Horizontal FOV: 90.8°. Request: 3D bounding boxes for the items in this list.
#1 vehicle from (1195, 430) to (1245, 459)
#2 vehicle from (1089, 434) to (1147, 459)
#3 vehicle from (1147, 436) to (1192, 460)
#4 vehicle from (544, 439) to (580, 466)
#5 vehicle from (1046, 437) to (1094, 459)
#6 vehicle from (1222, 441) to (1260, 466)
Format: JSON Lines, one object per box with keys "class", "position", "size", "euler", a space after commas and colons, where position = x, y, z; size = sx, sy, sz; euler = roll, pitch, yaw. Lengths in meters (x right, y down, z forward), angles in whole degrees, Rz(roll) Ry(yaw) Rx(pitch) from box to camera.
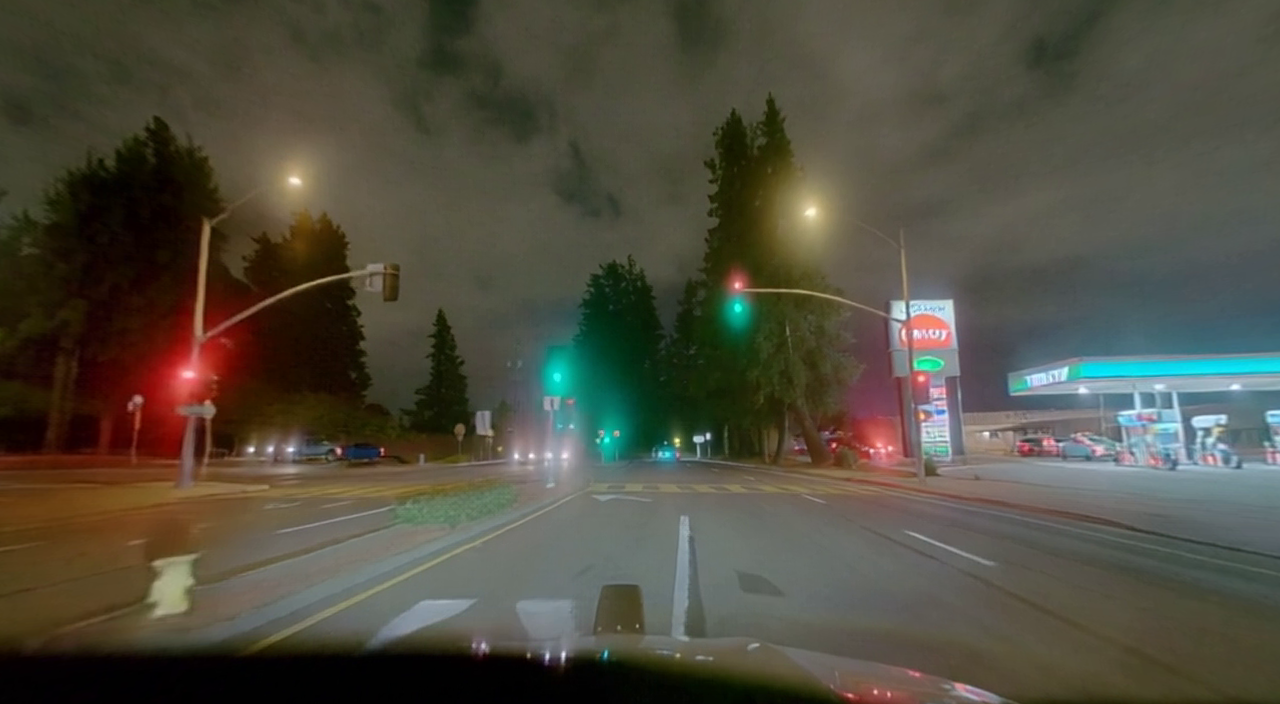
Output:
{"class": "vehicle", "position": [36.161, 5.787, 39.346], "size": [3.928, 1.684, 1.912], "euler": [8, -12, -44]}
{"class": "vehicle", "position": [32.237, 6.380, 42.564], "size": [4.355, 1.561, 2.103], "euler": [7, -11, -40]}
{"class": "vehicle", "position": [34.050, 6.172, 40.572], "size": [1.771, 1.422, 3.931], "euler": [-9, -12, 44]}
{"class": "vehicle", "position": [-5.404, 7.048, 44.363], "size": [1.987, 1.747, 4.545], "euler": [0, -9, 0]}
{"class": "vehicle", "position": [30.427, 6.796, 44.663], "size": [4.406, 1.480, 1.815], "euler": [8, -12, -44]}
{"class": "vehicle", "position": [45.950, 7.744, 48.363], "size": [1.794, 1.560, 4.452], "euler": [-3, -6, 40]}
